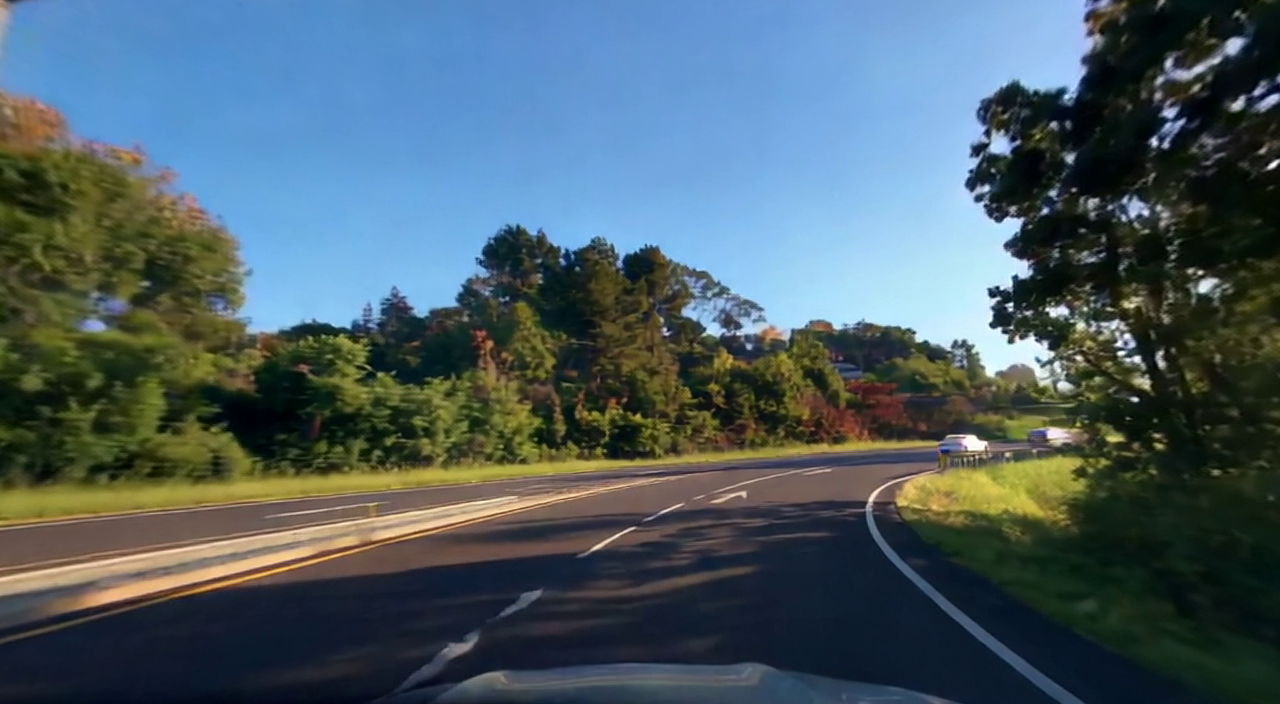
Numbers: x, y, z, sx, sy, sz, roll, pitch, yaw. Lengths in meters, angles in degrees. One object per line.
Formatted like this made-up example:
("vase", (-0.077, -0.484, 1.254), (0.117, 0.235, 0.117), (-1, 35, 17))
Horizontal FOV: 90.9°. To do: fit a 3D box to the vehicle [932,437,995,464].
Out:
("vehicle", (18.055, 5.479, 35.098), (3.645, 1.427, 1.807), (8, -12, -41))
